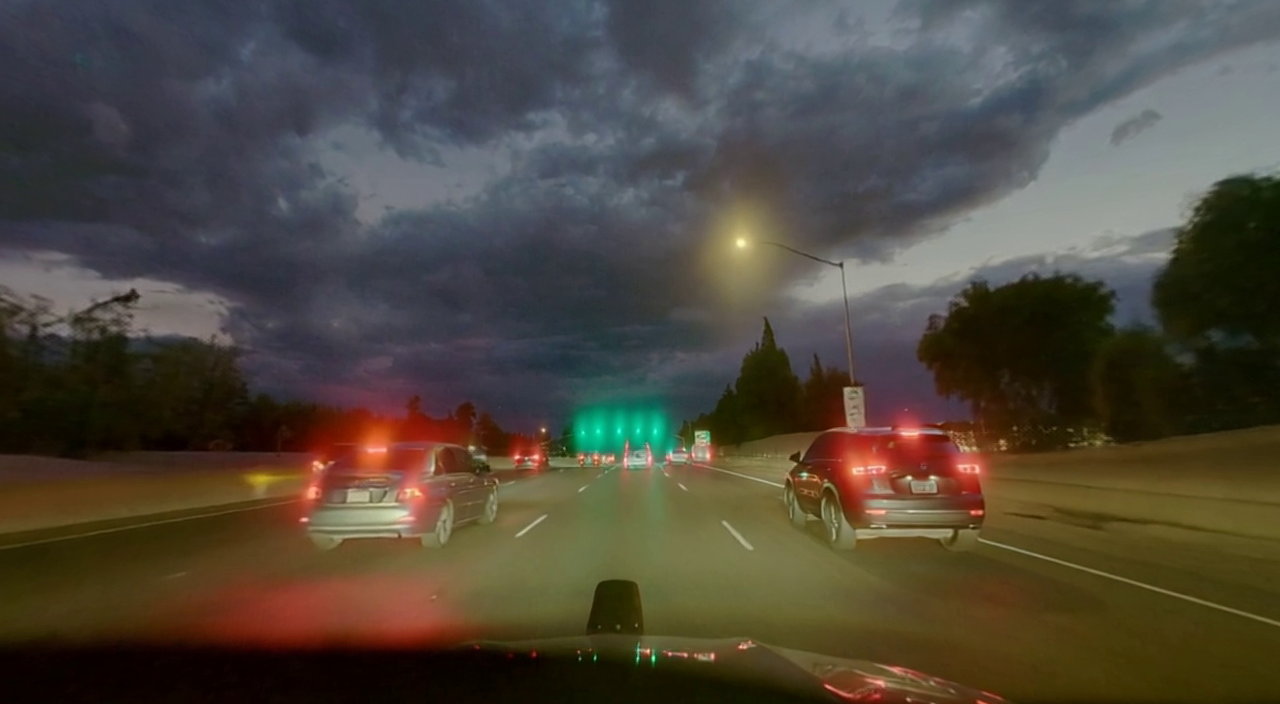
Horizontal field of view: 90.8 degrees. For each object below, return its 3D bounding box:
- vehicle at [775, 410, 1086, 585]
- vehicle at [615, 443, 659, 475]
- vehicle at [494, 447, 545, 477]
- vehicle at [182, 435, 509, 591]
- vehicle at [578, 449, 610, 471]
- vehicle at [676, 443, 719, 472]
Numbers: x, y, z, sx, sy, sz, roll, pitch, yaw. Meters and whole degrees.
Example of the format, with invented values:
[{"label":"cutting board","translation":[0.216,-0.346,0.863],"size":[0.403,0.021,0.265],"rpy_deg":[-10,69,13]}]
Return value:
[{"label":"vehicle","translation":[3.385,1.779,8.624],"size":[2.029,1.716,4.545],"rpy_deg":[0,-8,-1]},{"label":"vehicle","translation":[-0.167,6.153,36.663],"size":[2.408,1.748,4.217],"rpy_deg":[0,-8,0]},{"label":"vehicle","translation":[-6.717,6.179,35.736],"size":[1.980,1.519,4.147],"rpy_deg":[0,-8,2]},{"label":"vehicle","translation":[-3.407,1.940,8.674],"size":[2.130,1.514,4.766],"rpy_deg":[0,-8,1]},{"label":"vehicle","translation":[-3.377,8.025,47.041],"size":[1.968,1.473,4.209],"rpy_deg":[0,-8,2]},{"label":"vehicle","translation":[3.615,6.767,40.650],"size":[2.320,1.735,4.408],"rpy_deg":[0,-8,0]}]
